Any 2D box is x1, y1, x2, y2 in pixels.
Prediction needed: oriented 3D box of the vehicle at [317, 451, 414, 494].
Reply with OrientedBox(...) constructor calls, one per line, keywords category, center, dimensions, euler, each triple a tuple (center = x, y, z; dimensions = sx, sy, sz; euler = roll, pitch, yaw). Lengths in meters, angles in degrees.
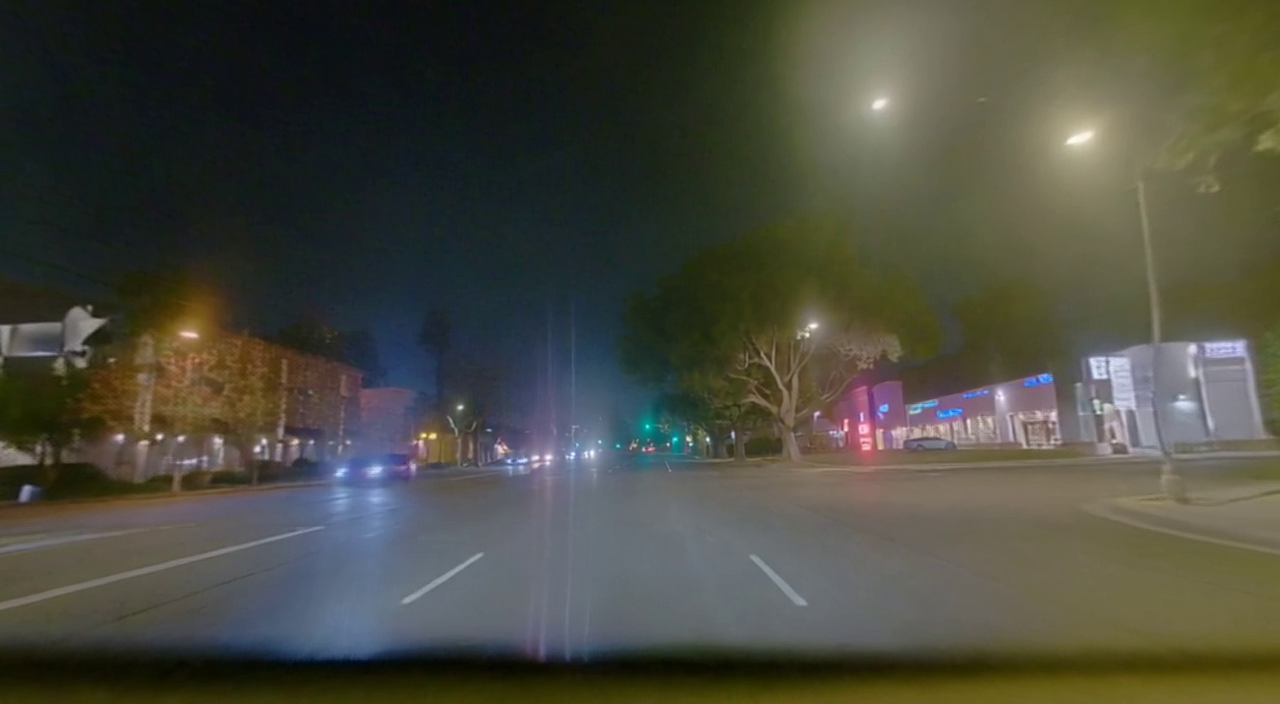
OrientedBox(category="vehicle", center=(-11.463, 5.025, 26.710), dimensions=(2.033, 1.497, 4.567), euler=(-4, -8, 1))
